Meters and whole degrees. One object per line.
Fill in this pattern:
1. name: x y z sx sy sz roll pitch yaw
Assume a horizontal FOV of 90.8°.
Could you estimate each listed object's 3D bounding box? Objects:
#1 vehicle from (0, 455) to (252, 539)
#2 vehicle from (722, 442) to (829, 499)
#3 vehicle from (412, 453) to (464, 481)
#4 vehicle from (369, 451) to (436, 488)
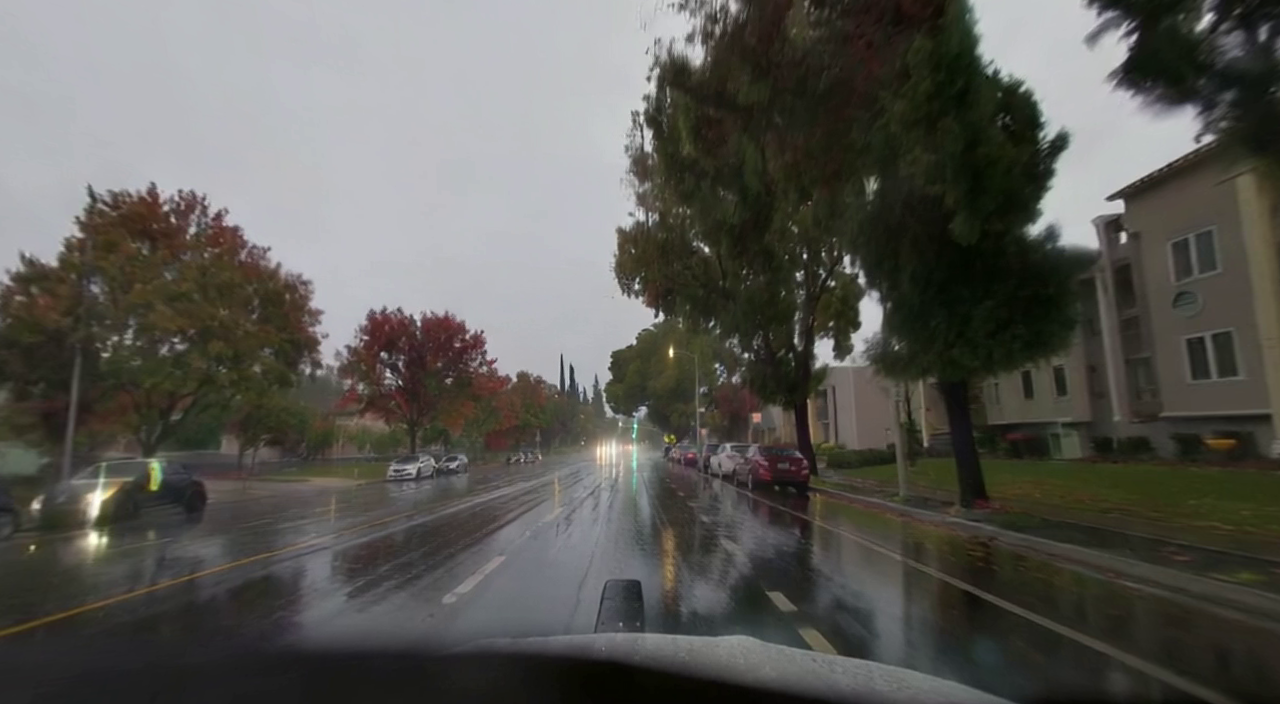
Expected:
1. vehicle: -13.924 3.882 17.861 2.073 1.844 6.074 0 -8 0
2. vehicle: 3.911 3.510 19.184 2.100 1.478 4.816 0 -8 -1
3. vehicle: -14.231 8.129 44.827 2.239 1.645 4.700 -3 -8 -1
4. vehicle: -13.826 6.836 37.134 2.220 1.747 4.980 -3 -8 -3
